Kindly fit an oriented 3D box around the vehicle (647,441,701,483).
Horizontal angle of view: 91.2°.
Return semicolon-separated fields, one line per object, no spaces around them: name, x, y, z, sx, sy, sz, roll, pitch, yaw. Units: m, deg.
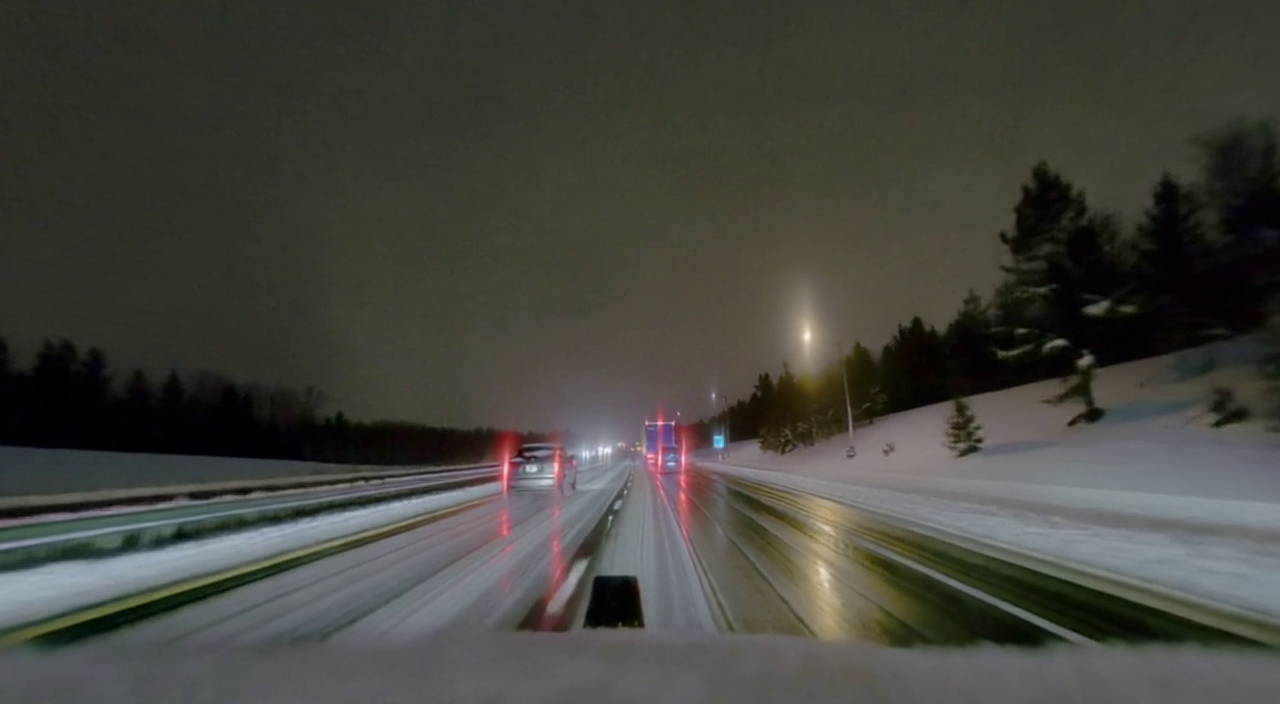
vehicle;1.453;4.970;28.501;2.230;1.715;4.243;0;-9;0

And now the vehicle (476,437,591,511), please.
vehicle;-2.589;3.123;16.514;2.181;1.653;4.691;0;-9;0
